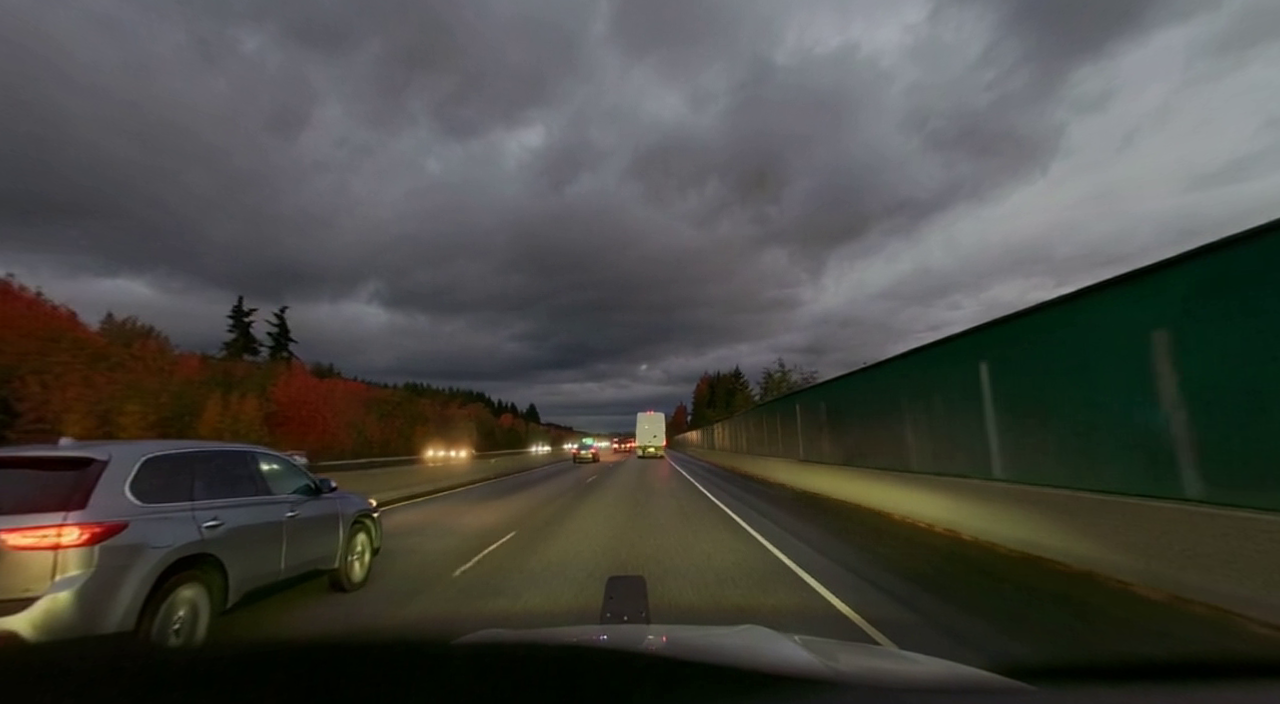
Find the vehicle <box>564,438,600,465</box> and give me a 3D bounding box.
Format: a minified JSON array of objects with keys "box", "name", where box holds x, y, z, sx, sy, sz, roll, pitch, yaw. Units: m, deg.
[{"box":[-3.536,6.186,39.209,1.927,1.556,3.921,0,-8,-1],"name":"vehicle"}]
